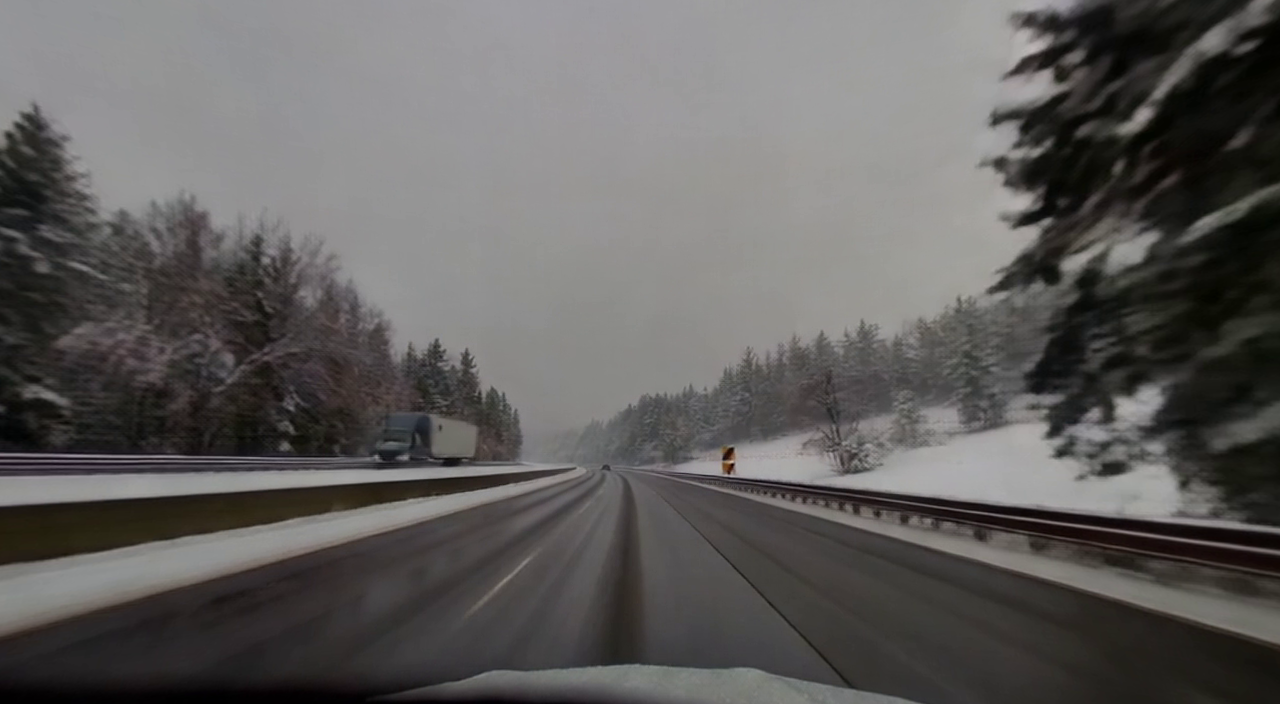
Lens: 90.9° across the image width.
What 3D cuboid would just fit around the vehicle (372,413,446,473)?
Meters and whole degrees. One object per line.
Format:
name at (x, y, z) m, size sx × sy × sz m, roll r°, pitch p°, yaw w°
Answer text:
vehicle at (-15.939, 6.416, 43.916) m, size 3.006 × 3.840 × 5.721 m, roll 1°, pitch -10°, yaw -2°
